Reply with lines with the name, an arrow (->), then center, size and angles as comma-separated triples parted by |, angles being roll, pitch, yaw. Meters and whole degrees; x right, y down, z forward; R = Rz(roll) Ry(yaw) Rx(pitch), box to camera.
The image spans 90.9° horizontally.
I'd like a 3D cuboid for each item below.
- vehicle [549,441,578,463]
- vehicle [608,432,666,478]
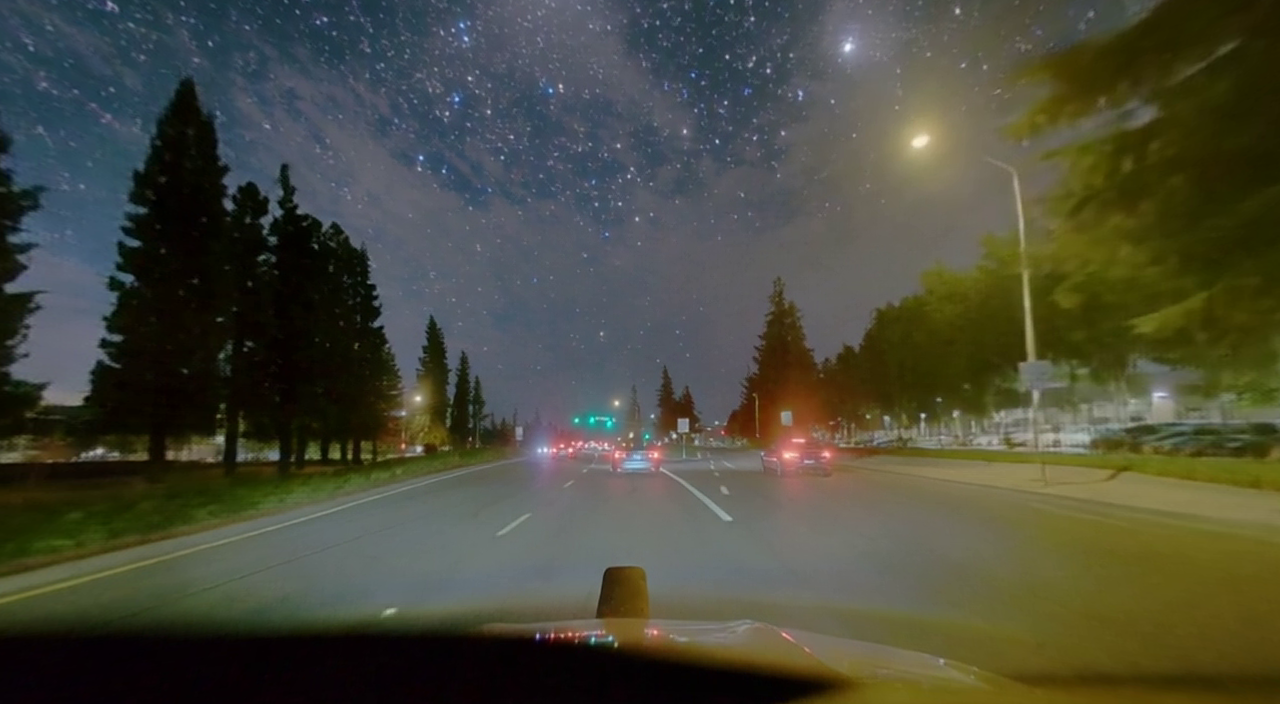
vehicle -> -5.776, 7.531, 47.685 | 1.950, 1.563, 3.727 | 0, -9, -4
vehicle -> -0.152, 4.112, 25.328 | 2.135, 1.691, 3.884 | 0, -9, -1
